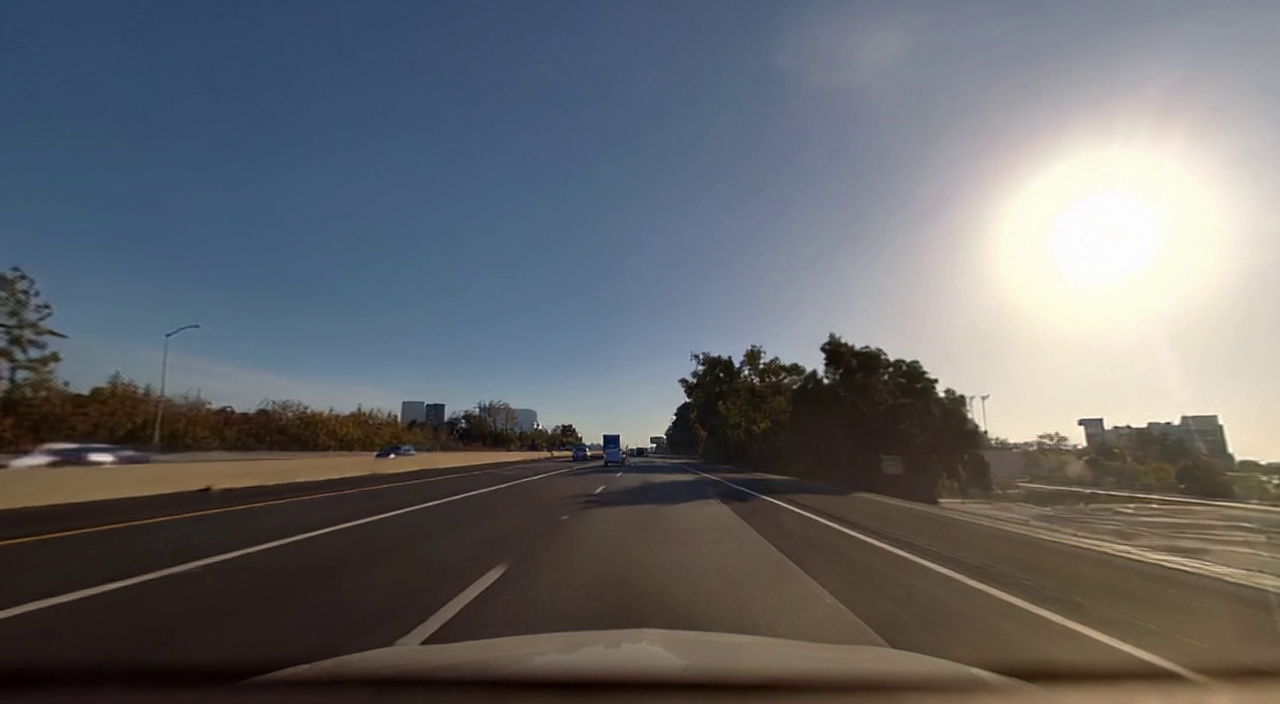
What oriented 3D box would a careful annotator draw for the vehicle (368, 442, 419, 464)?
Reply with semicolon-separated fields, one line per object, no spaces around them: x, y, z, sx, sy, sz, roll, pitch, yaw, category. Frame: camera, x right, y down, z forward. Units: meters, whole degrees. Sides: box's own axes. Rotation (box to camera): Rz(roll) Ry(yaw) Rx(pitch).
-19.093;7.829;49.045;1.918;1.593;4.638;-1;-8;3;vehicle

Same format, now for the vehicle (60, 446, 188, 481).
-22.950;4.937;28.312;1.811;1.423;4.503;0;-8;2;vehicle
